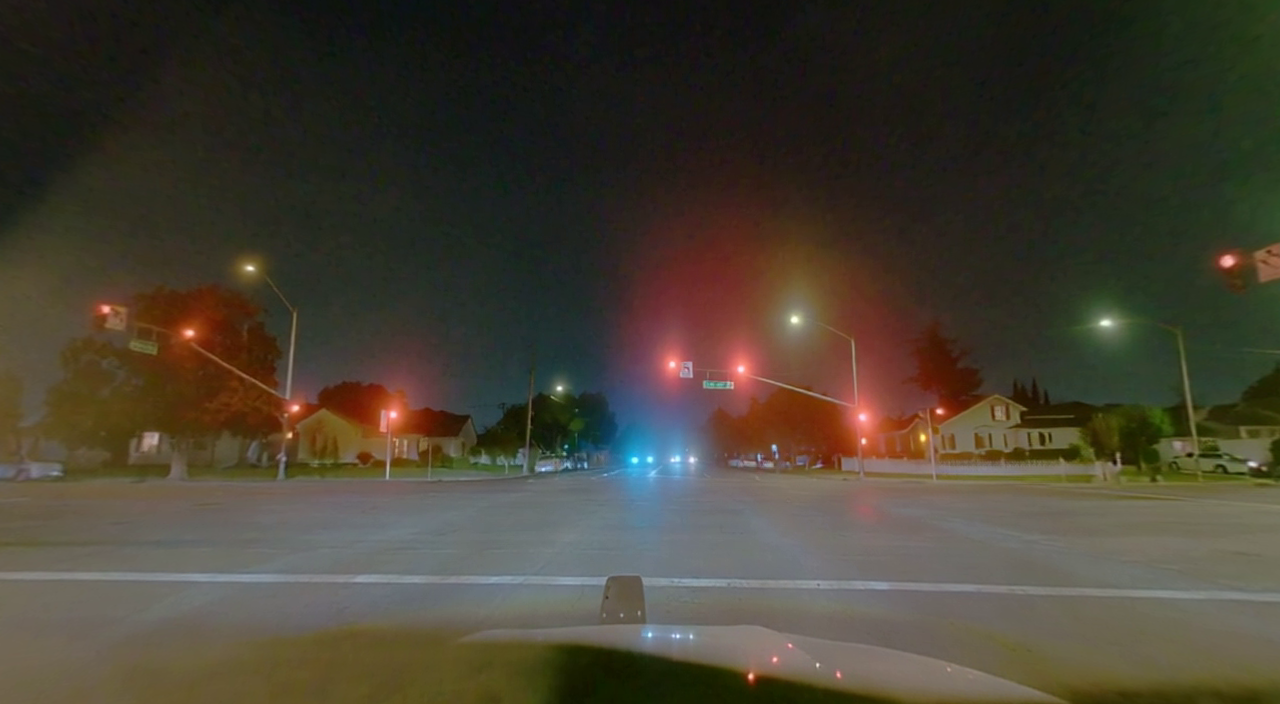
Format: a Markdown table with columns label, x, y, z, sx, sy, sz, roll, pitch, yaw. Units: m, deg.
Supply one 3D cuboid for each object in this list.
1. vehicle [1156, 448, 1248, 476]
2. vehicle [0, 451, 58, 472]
| label | x | y | z | sx | sy | sz | roll | pitch | yaw |
| --- | --- | --- | --- | --- | --- | --- | --- | --- | --- |
| vehicle | 36.768 | 7.180 | 41.502 | 1.853 | 1.723 | 4.460 | 0 | -9 | -1 |
| vehicle | -44.302 | 7.764 | 44.971 | 3.949 | 1.422 | 1.744 | 0 | -9 | 1 |
